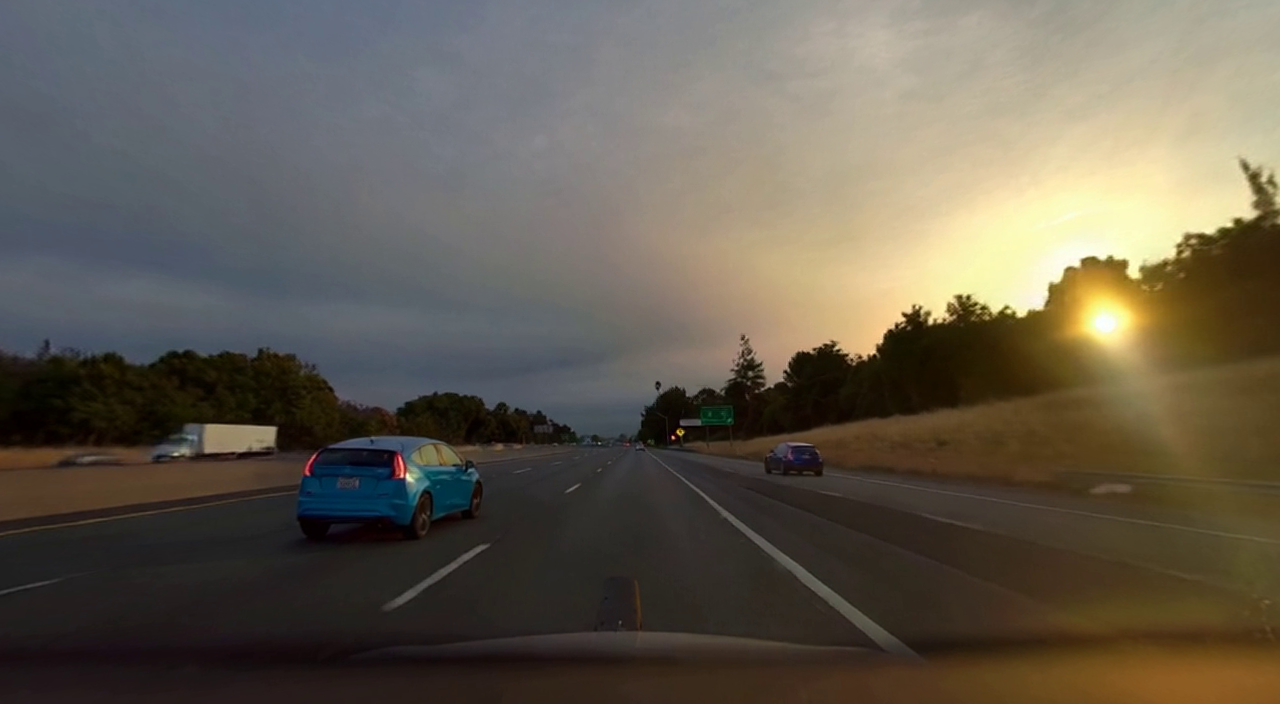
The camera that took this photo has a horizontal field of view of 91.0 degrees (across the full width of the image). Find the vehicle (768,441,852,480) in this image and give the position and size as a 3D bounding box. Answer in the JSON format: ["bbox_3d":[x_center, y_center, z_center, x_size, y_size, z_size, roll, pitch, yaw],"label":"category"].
[{"bbox_3d":[7.006,4.511,26.515,2.049,1.481,4.774,0,-9,-2],"label":"vehicle"}]

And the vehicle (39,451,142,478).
[{"bbox_3d":[-32.272,6.572,37.171,1.918,1.446,4.623,0,-9,0],"label":"vehicle"}]

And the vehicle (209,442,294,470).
[{"bbox_3d":[-27.868,7.484,45.477,2.407,1.859,5.897,0,-9,0],"label":"vehicle"}]

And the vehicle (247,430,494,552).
[{"bbox_3d":[-3.931,2.098,10.224,1.987,1.516,4.478,0,-9,0],"label":"vehicle"}]
